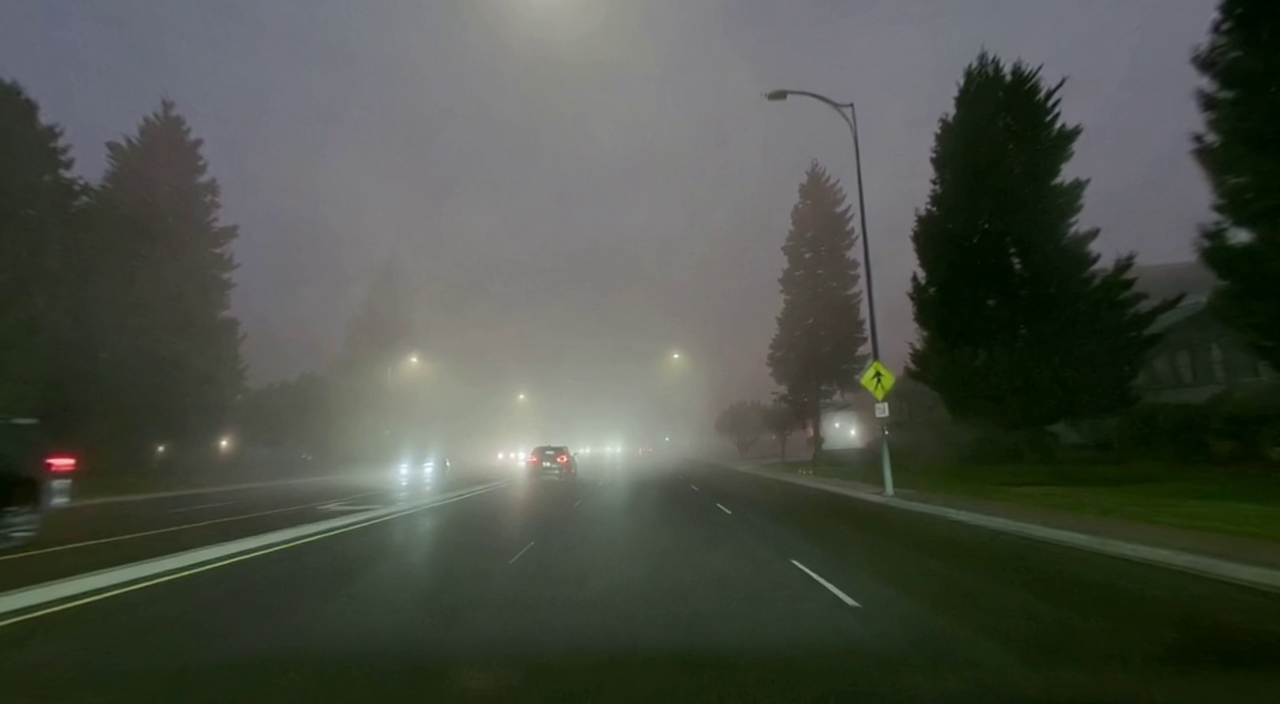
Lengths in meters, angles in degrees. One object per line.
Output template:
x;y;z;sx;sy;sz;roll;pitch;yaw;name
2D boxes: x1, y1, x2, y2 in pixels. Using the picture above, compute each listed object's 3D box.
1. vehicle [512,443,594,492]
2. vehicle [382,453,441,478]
-2.886;3.980;22.004;2.106;1.517;4.375;-1;-9;2;vehicle
-14.920;7.407;41.425;1.948;1.492;4.536;-1;-9;3;vehicle
